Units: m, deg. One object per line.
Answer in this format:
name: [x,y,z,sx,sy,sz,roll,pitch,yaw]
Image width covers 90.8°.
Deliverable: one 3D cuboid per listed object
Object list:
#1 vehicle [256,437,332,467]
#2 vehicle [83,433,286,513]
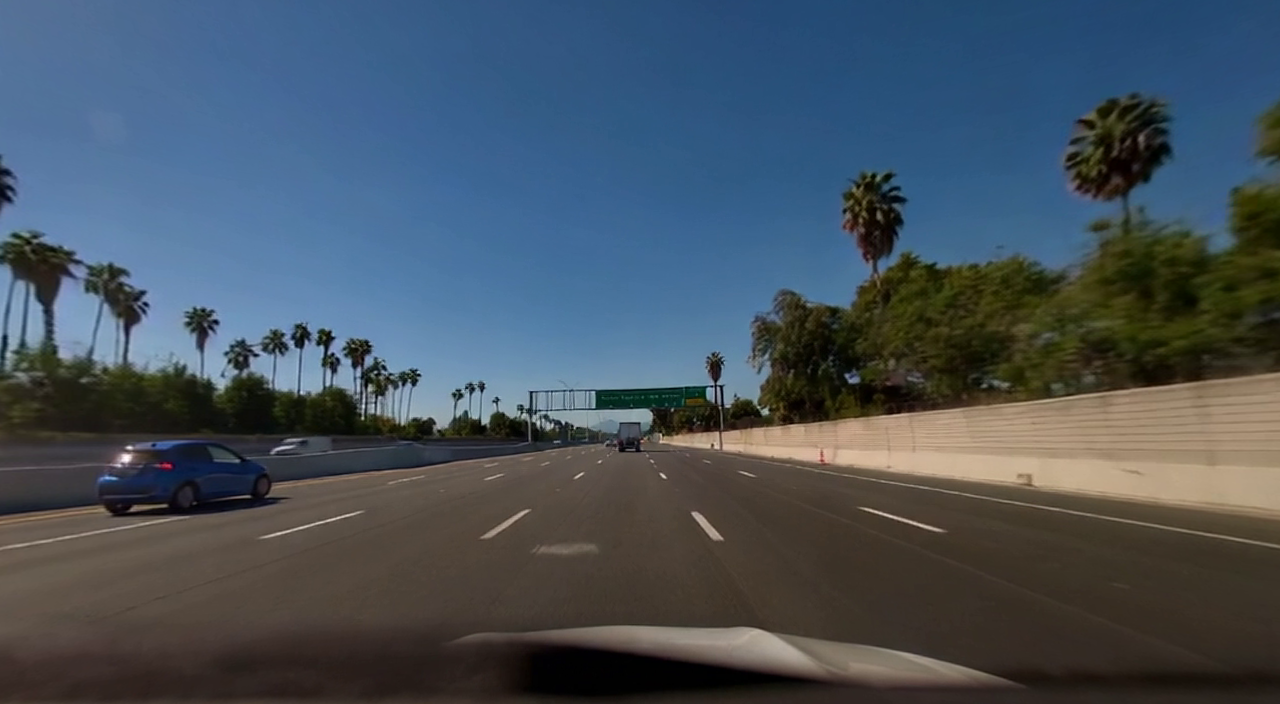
vehicle: [-23.534,6.820,43.287,2.127,1.901,5.585,0,-8,-1]
vehicle: [-10.731,2.841,15.361,1.897,1.653,4.113,0,-8,-1]
